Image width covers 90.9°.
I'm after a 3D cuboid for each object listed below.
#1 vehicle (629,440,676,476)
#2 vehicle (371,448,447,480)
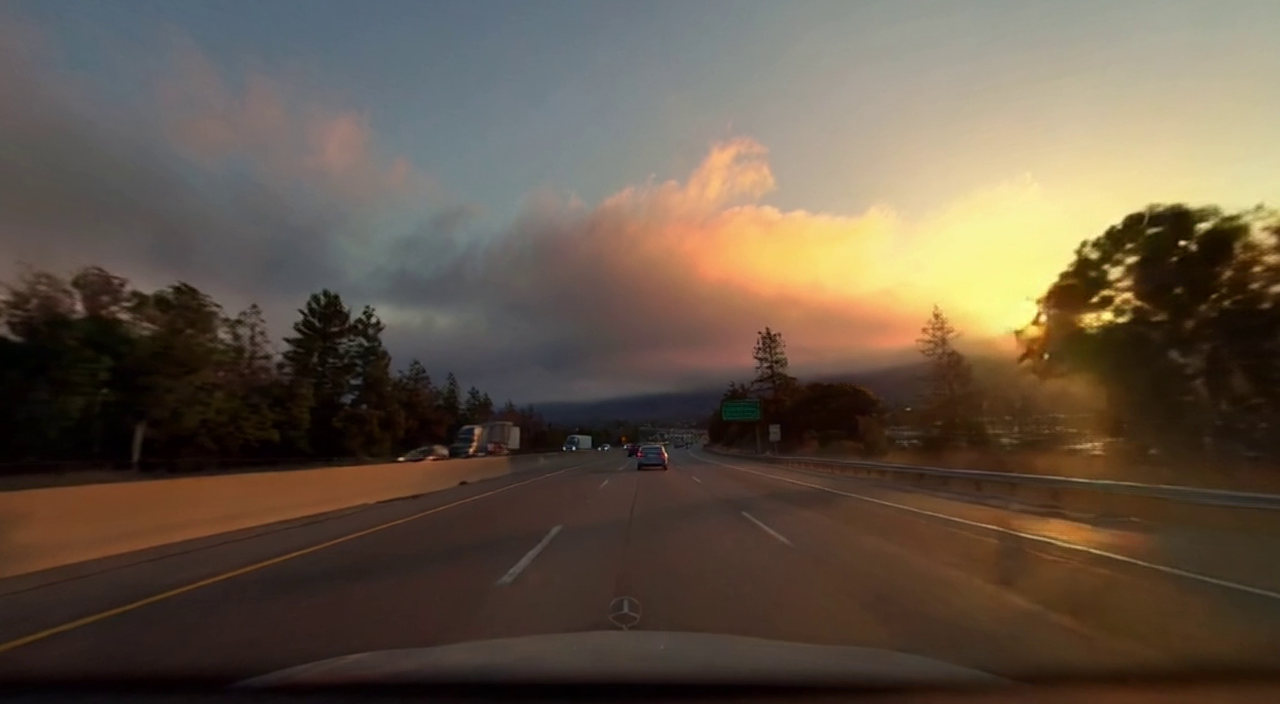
[{"bbox_3d":[0.645,5.389,32.279,2.231,1.652,4.503,0,-9,1],"label":"vehicle"},{"bbox_3d":[-11.582,5.642,31.995,2.000,1.475,4.738,0,-9,1],"label":"vehicle"}]
